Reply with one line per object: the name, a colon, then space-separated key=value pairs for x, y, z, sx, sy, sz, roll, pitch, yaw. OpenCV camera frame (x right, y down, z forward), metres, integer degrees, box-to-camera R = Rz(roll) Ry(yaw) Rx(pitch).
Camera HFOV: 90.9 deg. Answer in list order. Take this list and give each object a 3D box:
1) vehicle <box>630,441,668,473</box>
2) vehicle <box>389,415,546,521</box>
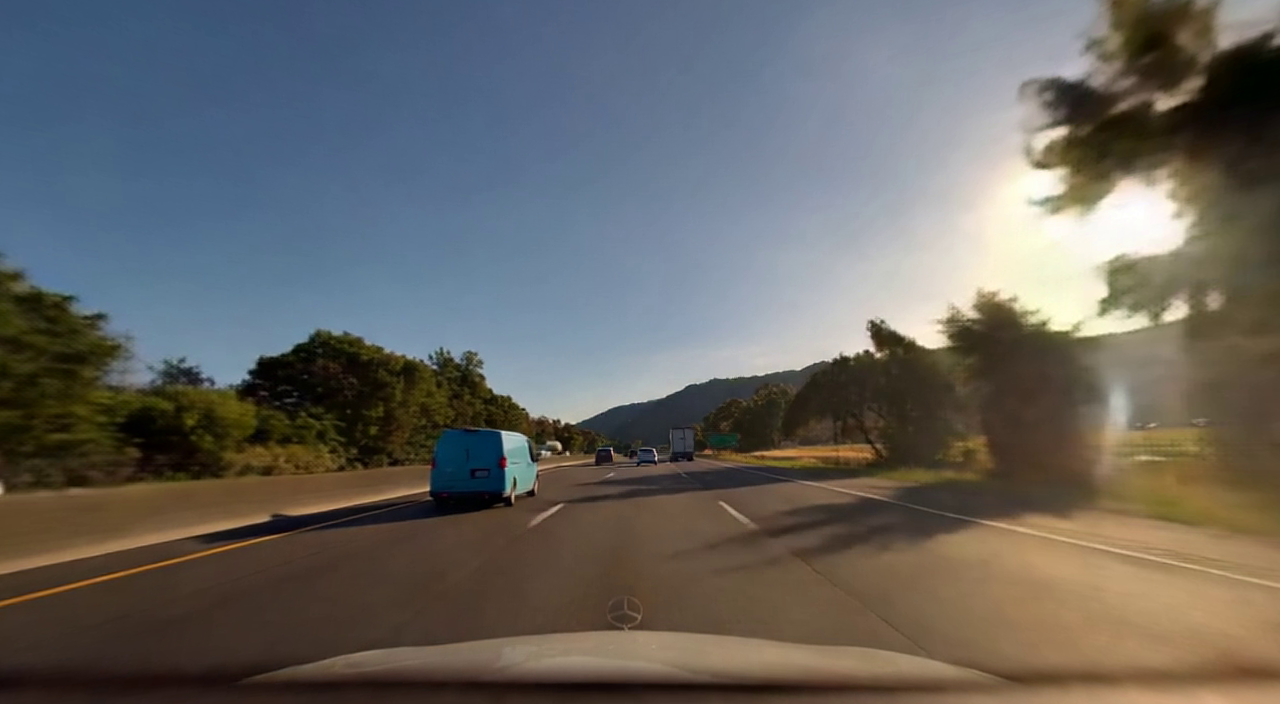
vehicle: x=0.522 y=6.469 z=39.053 sx=2.209 sy=1.825 sz=4.036 roll=-1 pitch=-9 yaw=1
vehicle: x=-3.687 y=2.616 z=14.682 sx=2.167 sy=1.991 sz=5.062 roll=-1 pitch=-9 yaw=1
